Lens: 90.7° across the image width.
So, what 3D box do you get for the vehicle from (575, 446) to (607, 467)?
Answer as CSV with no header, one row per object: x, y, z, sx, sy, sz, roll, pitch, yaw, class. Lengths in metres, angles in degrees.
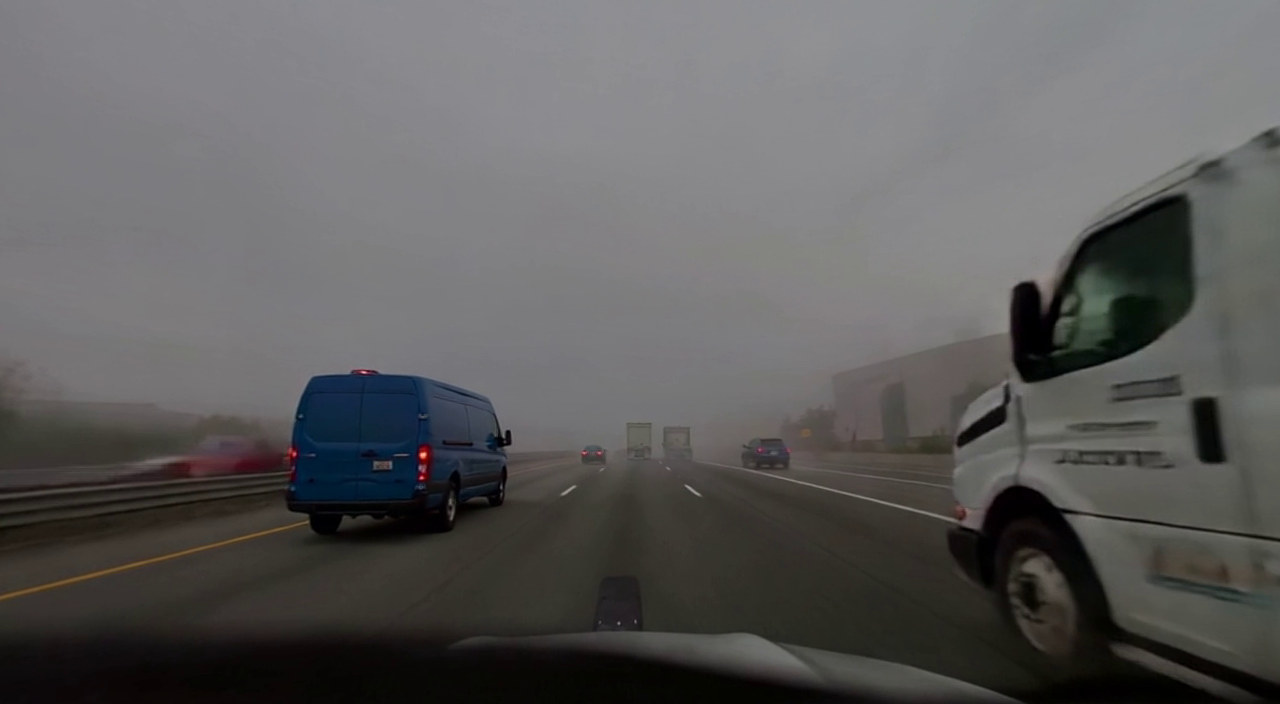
-3.626,7.781,47.477,2.024,1.472,4.014,0,-9,0,vehicle

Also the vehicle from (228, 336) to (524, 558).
-4.017,1.705,11.603,2.557,2.855,6.674,0,-9,0,vehicle

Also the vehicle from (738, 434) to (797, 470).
7.228,5.743,36.487,2.216,1.918,5.742,0,-9,0,vehicle

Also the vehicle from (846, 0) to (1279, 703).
3.620,-0.156,2.660,3.011,3.900,6.798,0,-9,-1,vehicle
